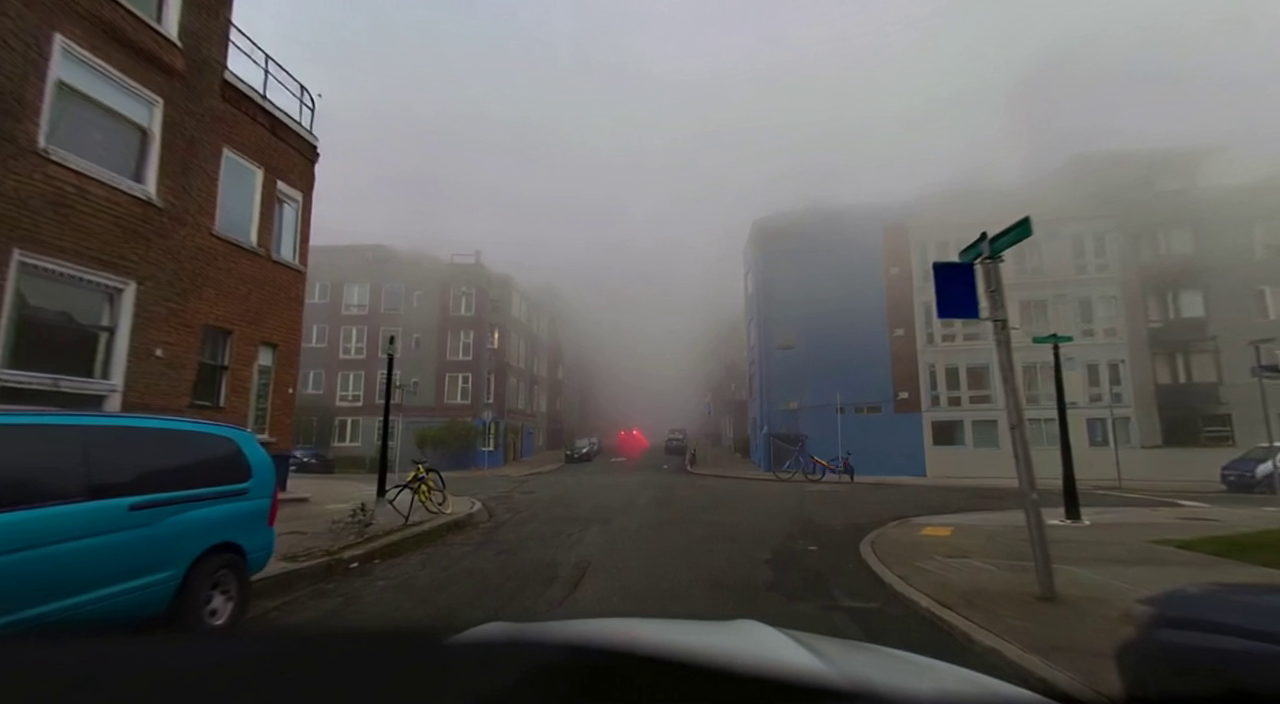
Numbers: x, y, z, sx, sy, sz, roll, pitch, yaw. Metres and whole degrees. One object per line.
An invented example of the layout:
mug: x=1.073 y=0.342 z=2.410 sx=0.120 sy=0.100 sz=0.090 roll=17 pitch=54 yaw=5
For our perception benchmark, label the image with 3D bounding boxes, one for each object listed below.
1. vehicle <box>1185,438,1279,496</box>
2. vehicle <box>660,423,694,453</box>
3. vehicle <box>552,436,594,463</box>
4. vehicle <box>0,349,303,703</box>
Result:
vehicle: x=17.753 y=3.147 z=17.440 sx=3.414 sy=1.519 sz=1.719 roll=-2 pitch=-8 yaw=14
vehicle: x=2.635 y=6.222 z=45.398 sx=2.072 sy=2.074 sz=4.358 roll=0 pitch=-8 yaw=-2
vehicle: x=-3.818 y=5.594 z=36.354 sx=1.897 sy=1.431 sz=3.741 roll=-1 pitch=-8 yaw=1
vehicle: x=-3.357 y=0.830 z=2.297 sx=1.832 sy=1.683 sz=4.396 roll=0 pitch=-8 yaw=-1
